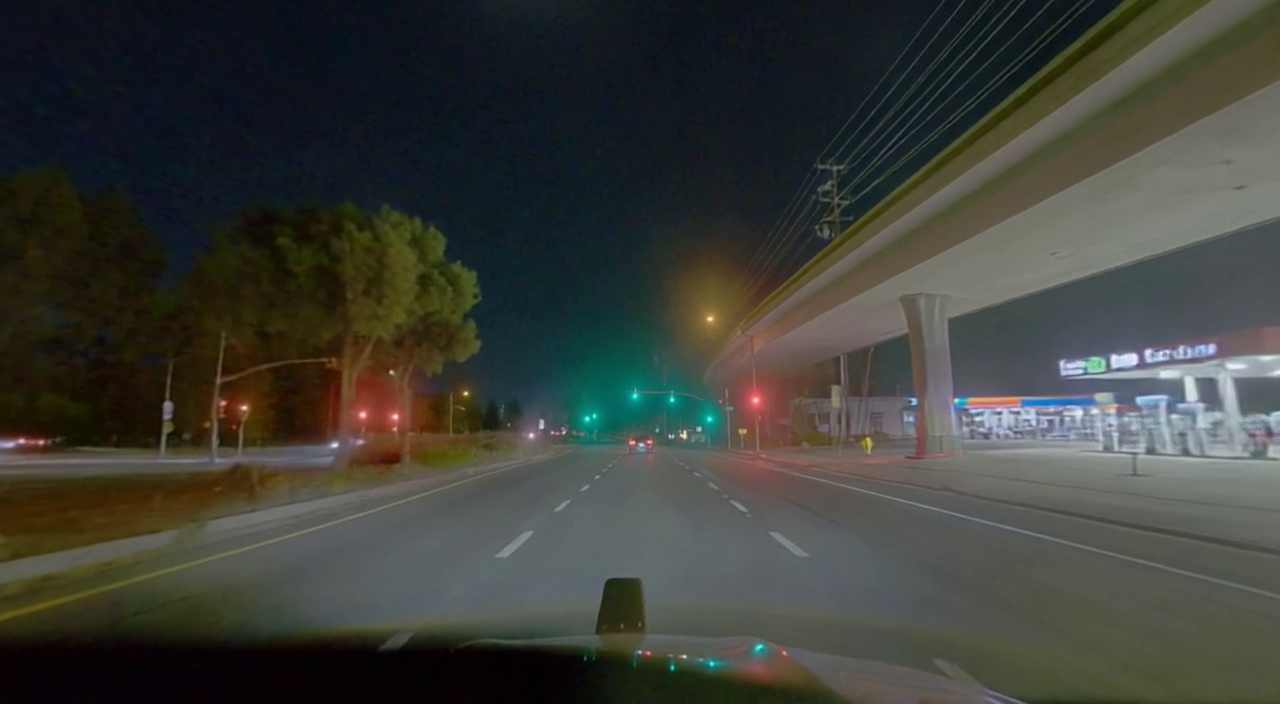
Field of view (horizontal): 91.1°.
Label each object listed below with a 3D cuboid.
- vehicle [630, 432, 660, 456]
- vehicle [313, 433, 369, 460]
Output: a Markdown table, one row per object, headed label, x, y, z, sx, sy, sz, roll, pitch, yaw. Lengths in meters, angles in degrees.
| label | x | y | z | sx | sy | sz | roll | pitch | yaw |
| --- | --- | --- | --- | --- | --- | --- | --- | --- | --- |
| vehicle | 0.355 | 6.537 | 44.732 | 2.074 | 1.631 | 3.793 | 0 | -9 | 0 |
| vehicle | -23.287 | 7.386 | 49.089 | 2.026 | 1.965 | 4.674 | 0 | -8 | -1 |
